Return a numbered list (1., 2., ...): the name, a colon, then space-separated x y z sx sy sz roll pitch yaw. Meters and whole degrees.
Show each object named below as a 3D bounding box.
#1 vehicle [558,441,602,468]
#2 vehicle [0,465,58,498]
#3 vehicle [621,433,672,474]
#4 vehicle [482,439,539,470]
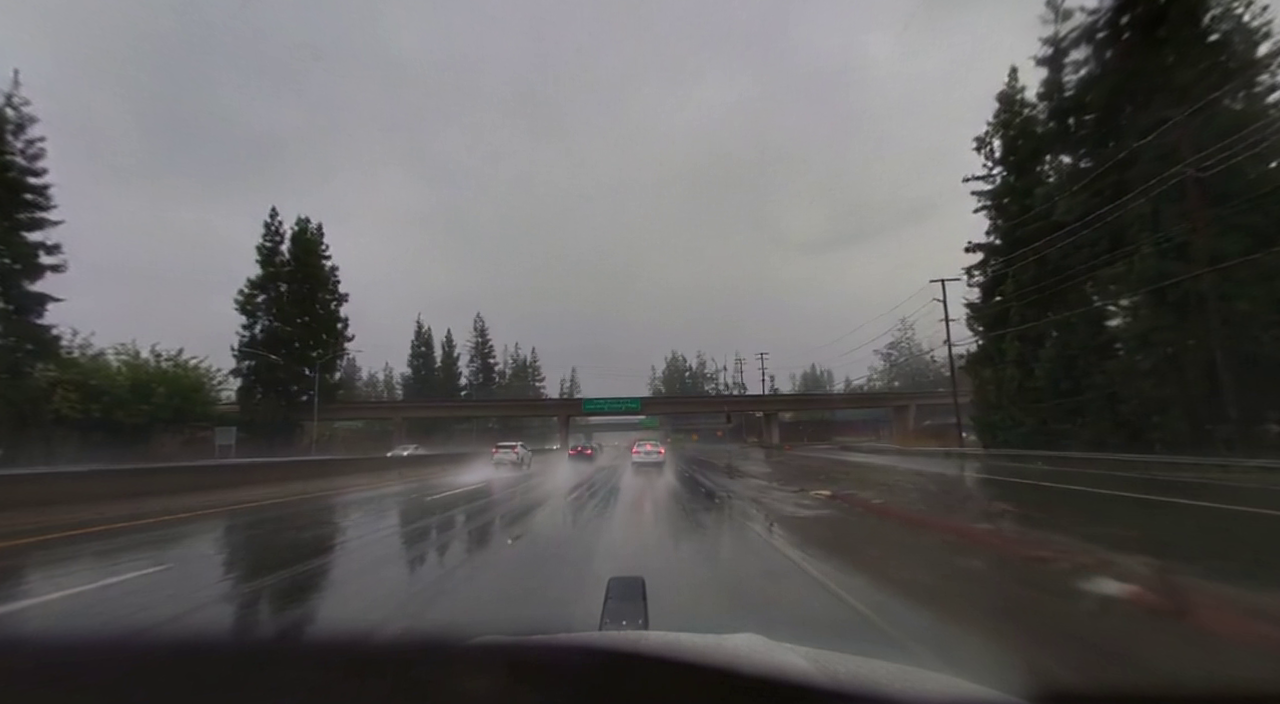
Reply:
1. vehicle: -3.415 5.957 36.895 2.056 1.464 4.564 0 -8 1
2. vehicle: -36.467 7.623 37.361 1.916 1.664 4.530 5 -10 -31
3. vehicle: 0.285 4.627 28.905 2.152 1.697 4.066 0 -8 0
4. vehicle: -7.307 5.831 36.105 2.139 1.653 4.614 0 -8 2
